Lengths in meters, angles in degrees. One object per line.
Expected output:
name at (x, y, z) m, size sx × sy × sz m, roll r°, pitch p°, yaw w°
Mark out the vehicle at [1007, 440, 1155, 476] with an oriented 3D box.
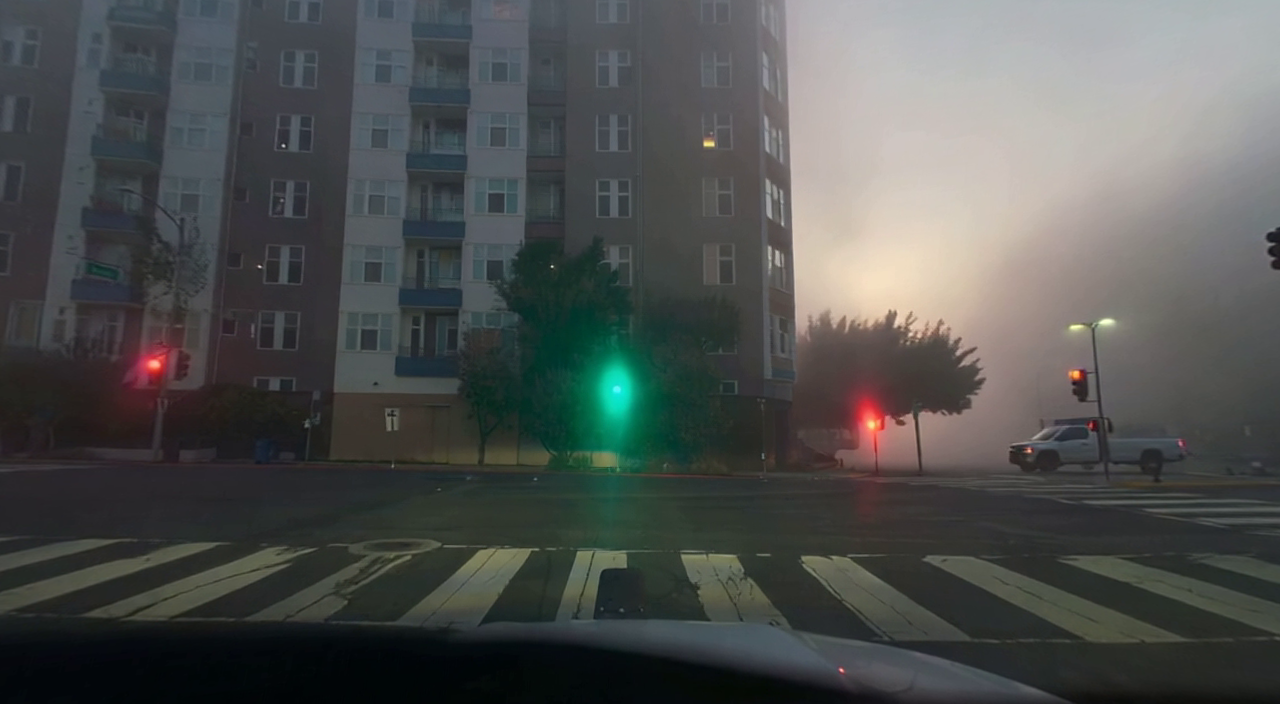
vehicle at (18.554, 4.470, 26.695) m, size 4.823 × 1.458 × 1.914 m, roll 0°, pitch -9°, yaw -1°
